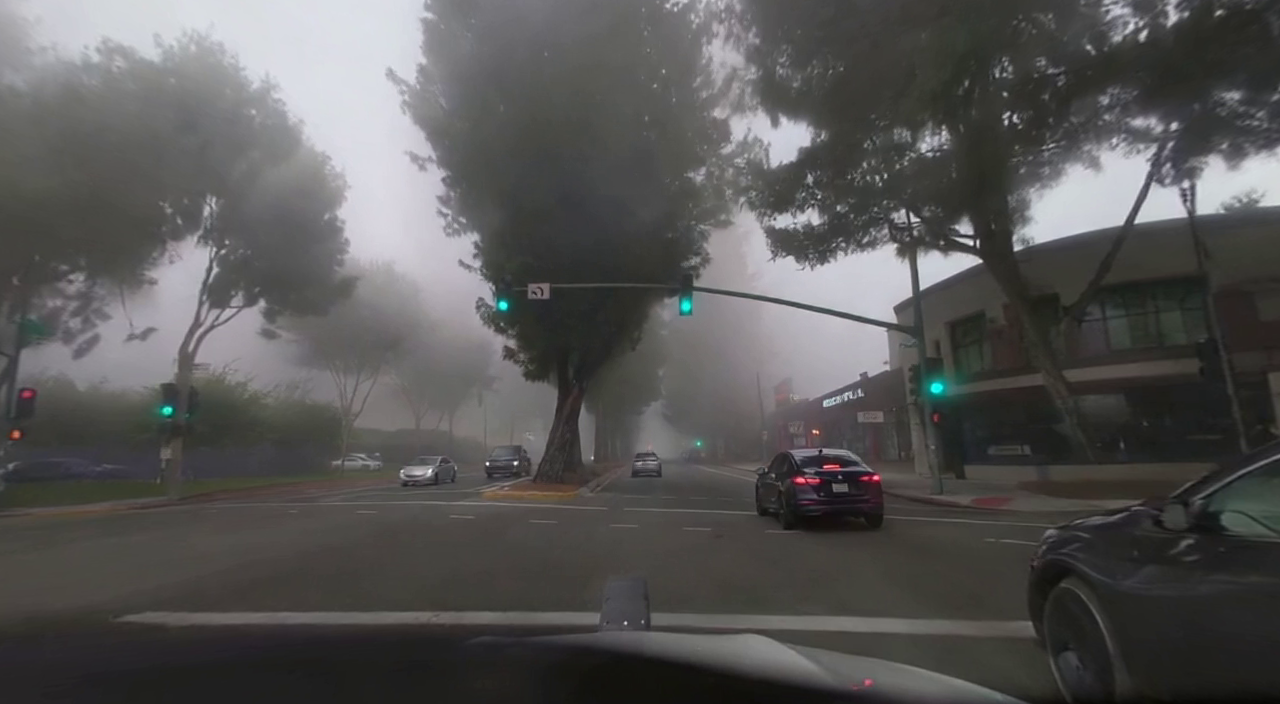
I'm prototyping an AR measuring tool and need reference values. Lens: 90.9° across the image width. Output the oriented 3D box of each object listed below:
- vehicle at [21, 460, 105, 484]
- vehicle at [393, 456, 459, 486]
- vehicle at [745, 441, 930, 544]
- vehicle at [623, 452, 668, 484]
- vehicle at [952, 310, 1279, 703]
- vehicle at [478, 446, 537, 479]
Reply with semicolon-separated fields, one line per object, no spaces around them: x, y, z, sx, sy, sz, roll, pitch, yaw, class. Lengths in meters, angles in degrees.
-44.392;9.238;48.567;4.430;1.765;2.075;0;-8;1;vehicle
-11.949;6.642;35.507;2.022;1.459;4.670;0;-8;1;vehicle
3.285;2.398;11.454;1.989;1.498;4.050;0;-8;-1;vehicle
0.239;5.376;29.463;1.945;1.343;3.827;0;-8;0;vehicle
3.099;0.724;1.810;2.143;1.759;4.531;0;-8;1;vehicle
-8.179;6.852;39.557;2.329;1.921;5.842;0;-8;1;vehicle
